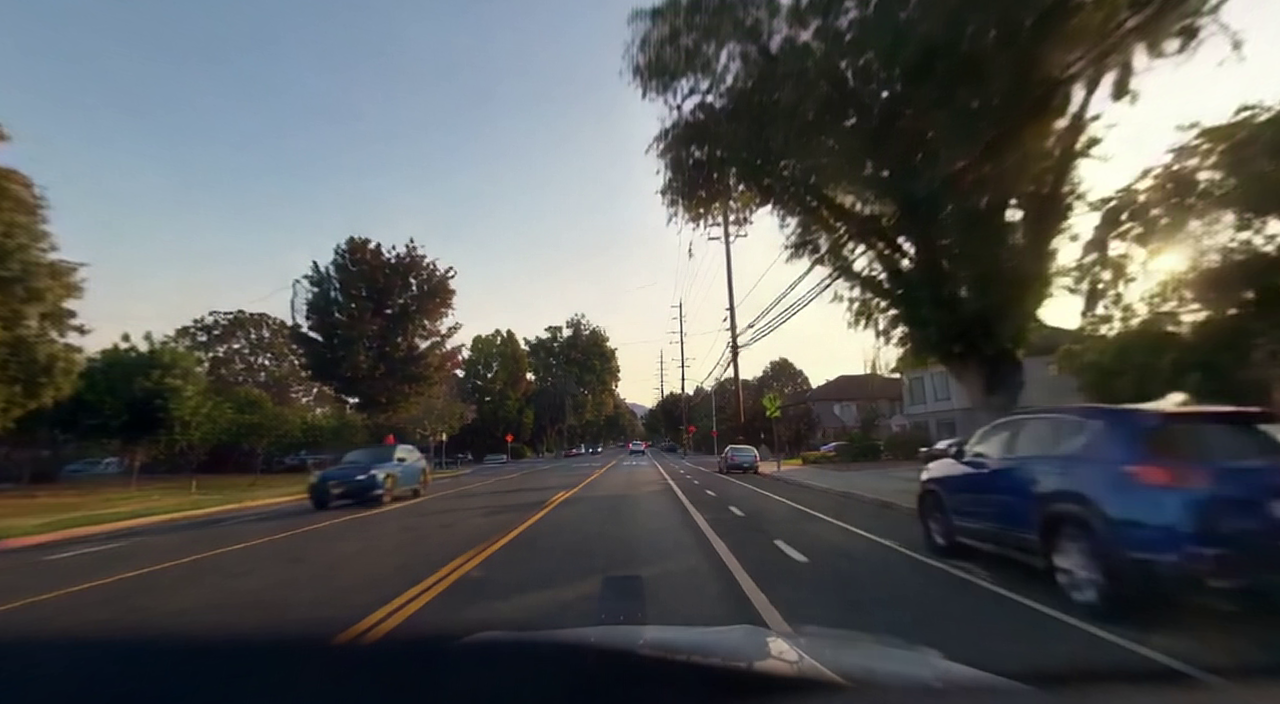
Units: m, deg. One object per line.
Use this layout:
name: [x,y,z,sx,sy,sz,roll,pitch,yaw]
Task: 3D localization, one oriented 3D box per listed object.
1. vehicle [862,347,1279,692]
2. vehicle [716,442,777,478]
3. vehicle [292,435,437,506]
vehicle: [4.722,1.408,6.856,2.335,1.972,6.368,0,-8,0]
vehicle: [4.766,4.879,28.903,1.987,1.479,4.562,0,-8,0]
vehicle: [-7.444,3.230,17.695,1.989,1.706,4.495,0,-8,1]
